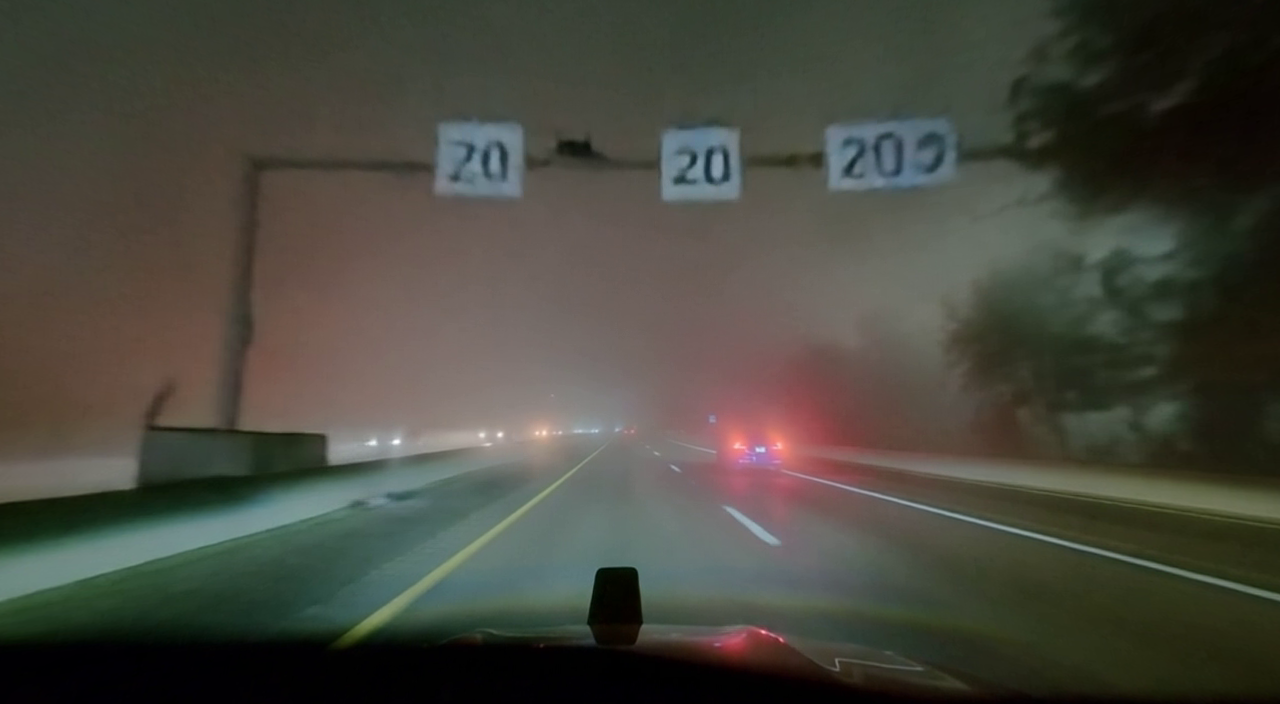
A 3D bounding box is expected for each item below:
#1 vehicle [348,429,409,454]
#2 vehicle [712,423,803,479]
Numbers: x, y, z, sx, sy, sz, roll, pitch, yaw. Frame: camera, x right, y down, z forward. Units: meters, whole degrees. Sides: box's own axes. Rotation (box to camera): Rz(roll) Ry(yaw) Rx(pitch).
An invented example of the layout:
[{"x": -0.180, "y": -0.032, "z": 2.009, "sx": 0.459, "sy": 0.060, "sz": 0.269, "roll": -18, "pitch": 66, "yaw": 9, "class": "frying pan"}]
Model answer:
[{"x": -16.578, "y": 5.679, "z": 40.067, "sx": 1.897, "sy": 1.522, "sz": 4.765, "roll": 0, "pitch": -8, "yaw": -1, "class": "vehicle"}, {"x": 3.581, "y": 3.096, "z": 19.915, "sx": 1.973, "sy": 1.563, "sz": 3.959, "roll": 1, "pitch": -8, "yaw": -2, "class": "vehicle"}]
